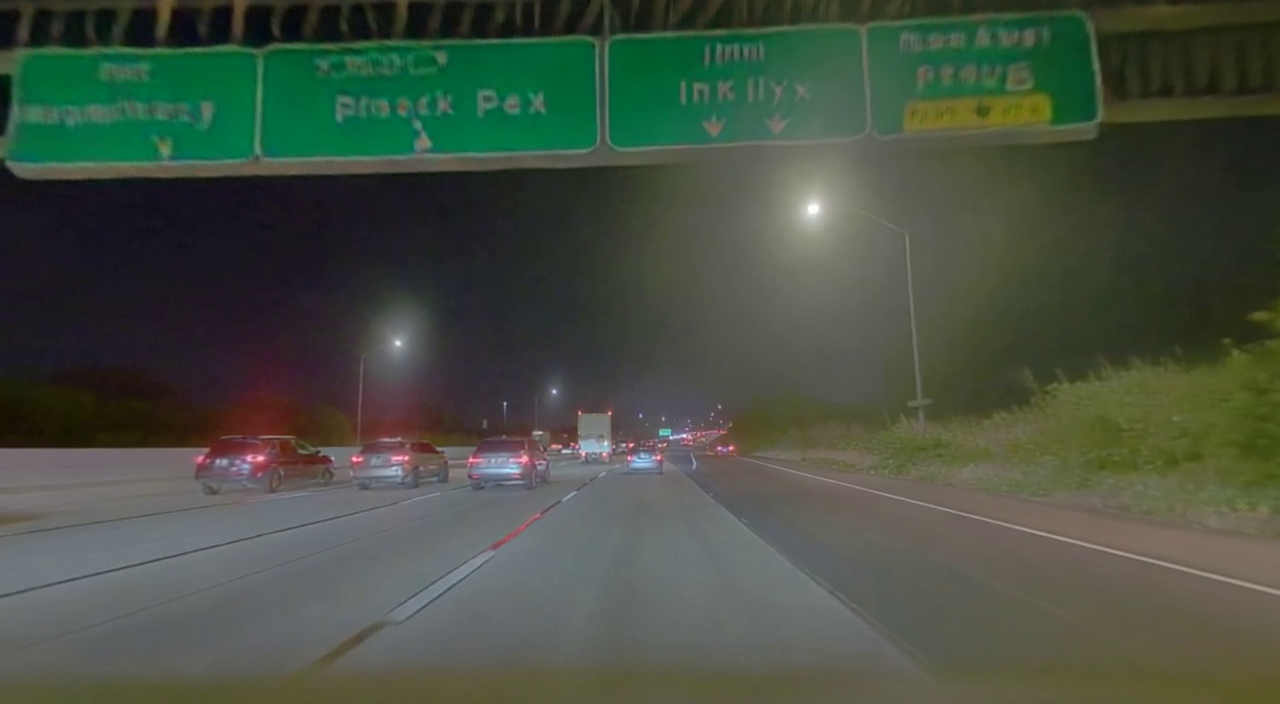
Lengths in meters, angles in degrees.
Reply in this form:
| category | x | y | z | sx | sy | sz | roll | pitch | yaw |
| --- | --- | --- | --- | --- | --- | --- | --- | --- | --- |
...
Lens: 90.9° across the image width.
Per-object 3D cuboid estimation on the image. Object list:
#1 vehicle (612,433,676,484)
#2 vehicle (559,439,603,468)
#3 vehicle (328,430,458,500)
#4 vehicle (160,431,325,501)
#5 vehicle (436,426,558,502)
| category | x | y | z | sx | sy | sz | roll | pitch | yaw |
| --- | --- | --- | --- | --- | --- | --- | --- | --- | --- |
| vehicle | 0.166 | 3.891 | 23.322 | 2.180 | 1.716 | 3.920 | 0 | -8 | 1 |
| vehicle | -3.567 | 6.263 | 39.124 | 2.243 | 1.683 | 4.178 | 0 | -8 | 1 |
| vehicle | -6.934 | 3.198 | 18.283 | 1.998 | 1.770 | 4.222 | 0 | -8 | 1 |
| vehicle | -11.146 | 3.206 | 18.148 | 1.871 | 1.747 | 4.342 | 0 | -8 | 0 |
| vehicle | -3.695 | 2.986 | 17.224 | 2.125 | 1.792 | 4.466 | 0 | -8 | 2 |
